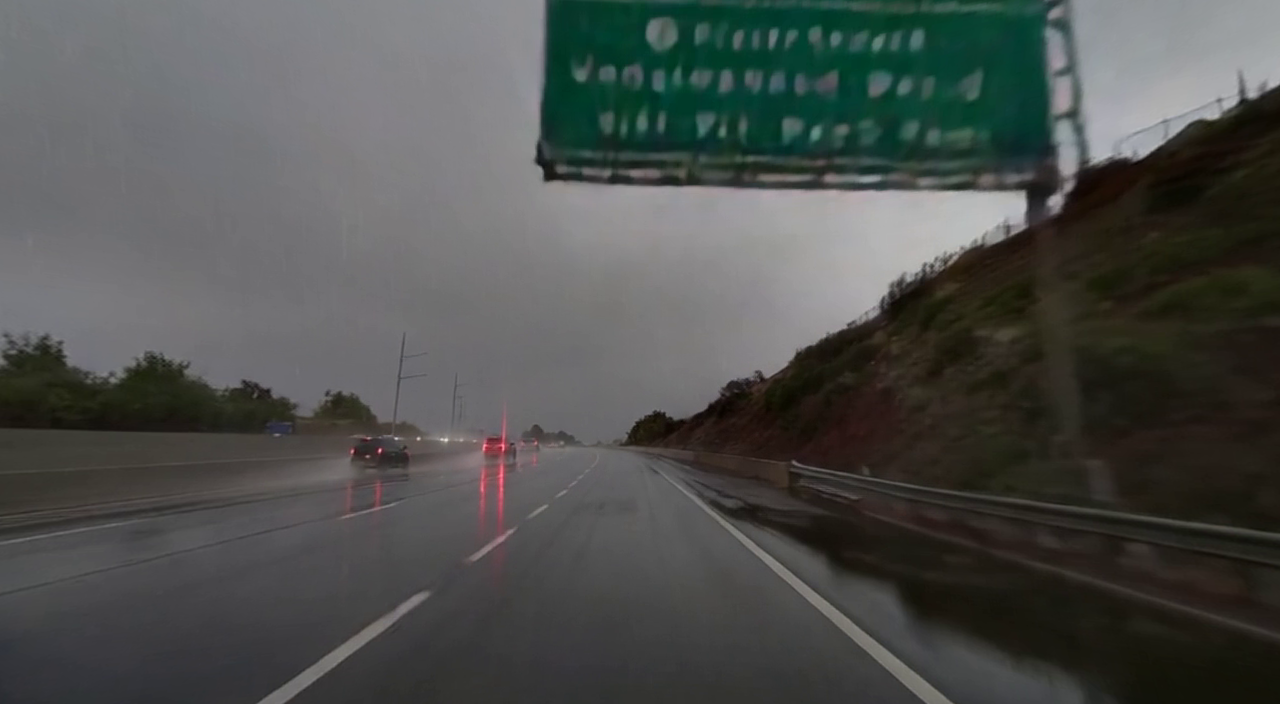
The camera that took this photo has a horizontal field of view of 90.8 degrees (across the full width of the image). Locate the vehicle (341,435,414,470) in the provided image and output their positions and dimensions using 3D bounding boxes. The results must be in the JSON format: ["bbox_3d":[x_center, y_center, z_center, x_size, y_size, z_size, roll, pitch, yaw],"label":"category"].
[{"bbox_3d":[-15.894,6.112,38.639,2.240,1.953,5.452,0,-9,-2],"label":"vehicle"}]

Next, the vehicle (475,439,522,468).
[{"bbox_3d":[-9.011,6.472,40.511,2.104,1.715,4.319,0,-9,-1],"label":"vehicle"}]
